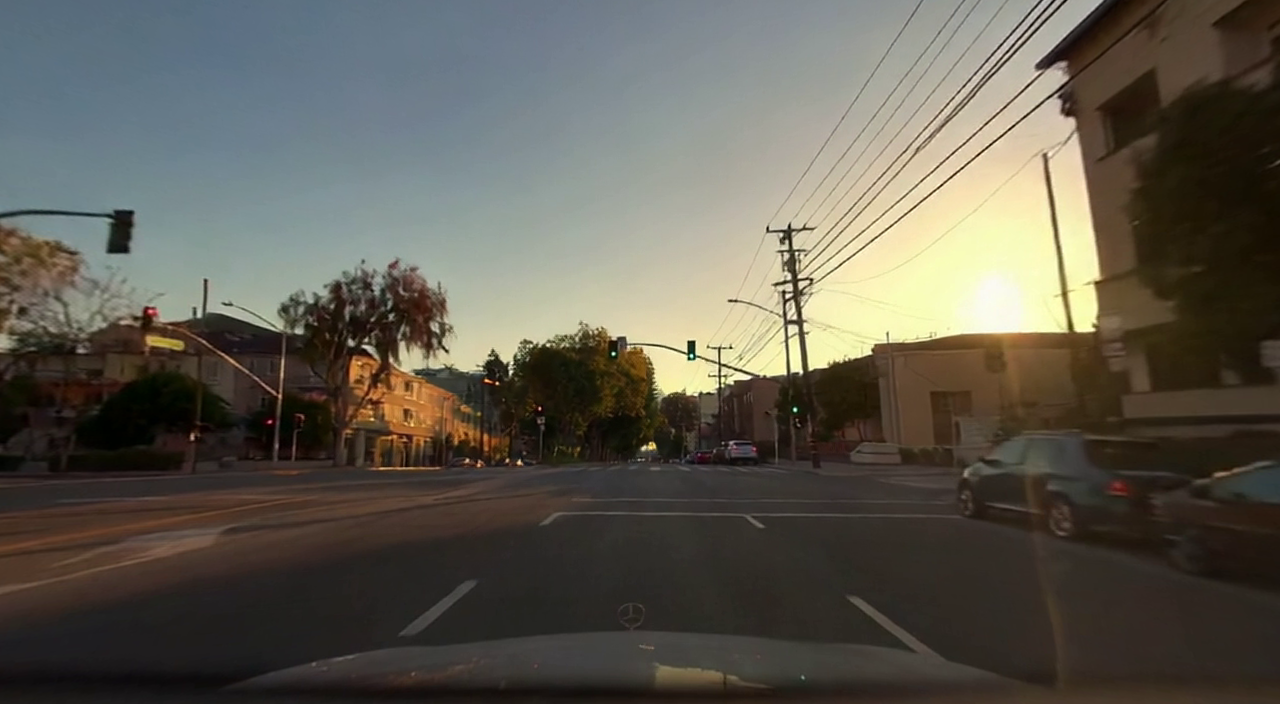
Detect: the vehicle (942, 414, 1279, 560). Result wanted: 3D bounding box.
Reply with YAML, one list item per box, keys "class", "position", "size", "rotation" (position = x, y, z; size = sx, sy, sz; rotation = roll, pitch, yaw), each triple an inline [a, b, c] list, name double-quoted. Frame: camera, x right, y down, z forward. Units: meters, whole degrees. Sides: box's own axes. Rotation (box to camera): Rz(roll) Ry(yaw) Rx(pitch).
- class: "vehicle"
  position: [6.863, 1.969, 9.972]
  size: [1.988, 1.740, 4.498]
  rotation: [0, -8, 1]

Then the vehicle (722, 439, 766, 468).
- class: "vehicle"
  position: [7.100, 6.990, 43.668]
  size: [2.148, 1.904, 4.910]
  rotation: [0, -8, -1]
